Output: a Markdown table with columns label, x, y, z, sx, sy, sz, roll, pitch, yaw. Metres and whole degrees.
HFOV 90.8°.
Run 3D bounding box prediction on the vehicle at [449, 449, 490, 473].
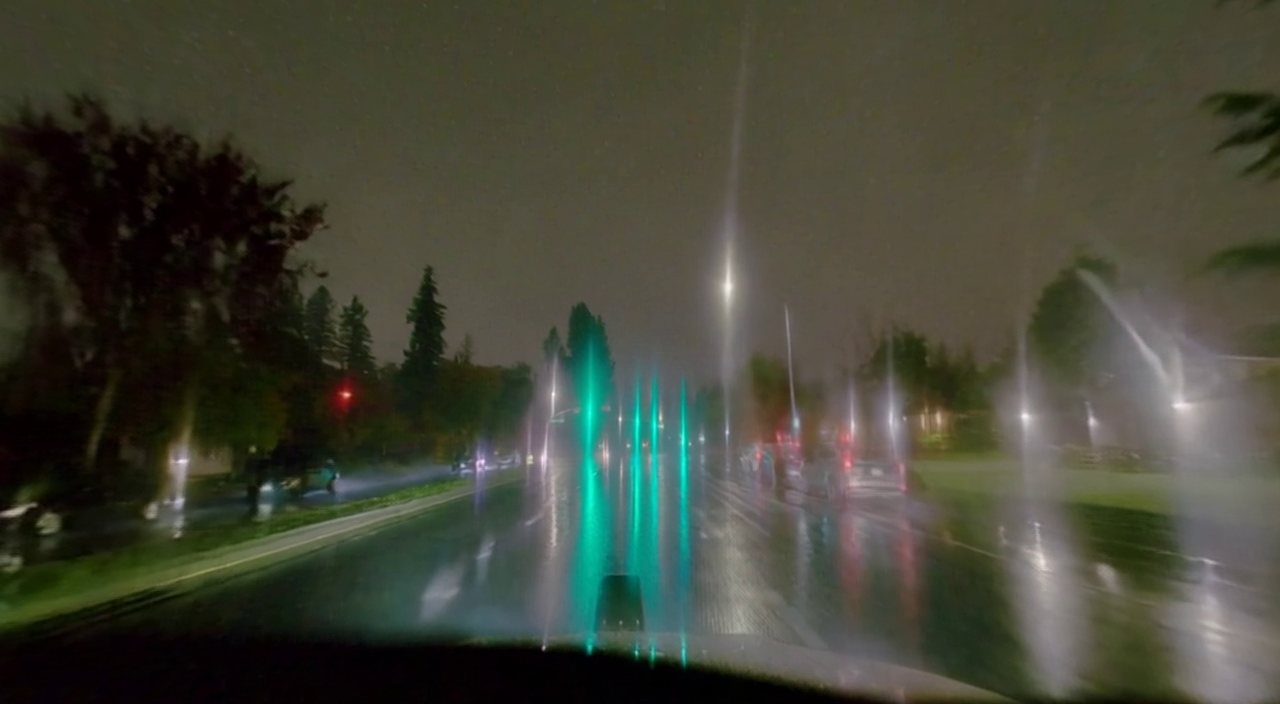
| label | x | y | z | sx | sy | sz | roll | pitch | yaw |
| --- | --- | --- | --- | --- | --- | --- | --- | --- | --- |
| vehicle | -13.039 | 8.335 | 48.506 | 1.916 | 1.754 | 4.337 | 0 | -9 | 0 |

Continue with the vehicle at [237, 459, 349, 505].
| label | x | y | z | sx | sy | sz | roll | pitch | yaw |
| --- | --- | --- | --- | --- | --- | --- | --- | --- | --- |
| vehicle | -12.837 | 4.785 | 23.710 | 1.812 | 1.454 | 4.351 | 0 | -9 | -2 |

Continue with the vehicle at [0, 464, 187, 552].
| label | x | y | z | sx | sy | sz | roll | pitch | yaw |
| --- | --- | --- | --- | --- | --- | --- | --- | --- | --- |
| vehicle | -12.786 | 3.338 | 14.154 | 1.817 | 1.485 | 4.687 | 0 | -9 | 0 |

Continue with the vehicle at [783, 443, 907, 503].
| label | x | y | z | sx | sy | sz | roll | pitch | yaw |
| --- | --- | --- | --- | --- | --- | --- | --- | --- | --- |
| vehicle | 5.556 | 3.313 | 17.789 | 1.875 | 1.466 | 4.355 | 0 | -9 | -2 |
